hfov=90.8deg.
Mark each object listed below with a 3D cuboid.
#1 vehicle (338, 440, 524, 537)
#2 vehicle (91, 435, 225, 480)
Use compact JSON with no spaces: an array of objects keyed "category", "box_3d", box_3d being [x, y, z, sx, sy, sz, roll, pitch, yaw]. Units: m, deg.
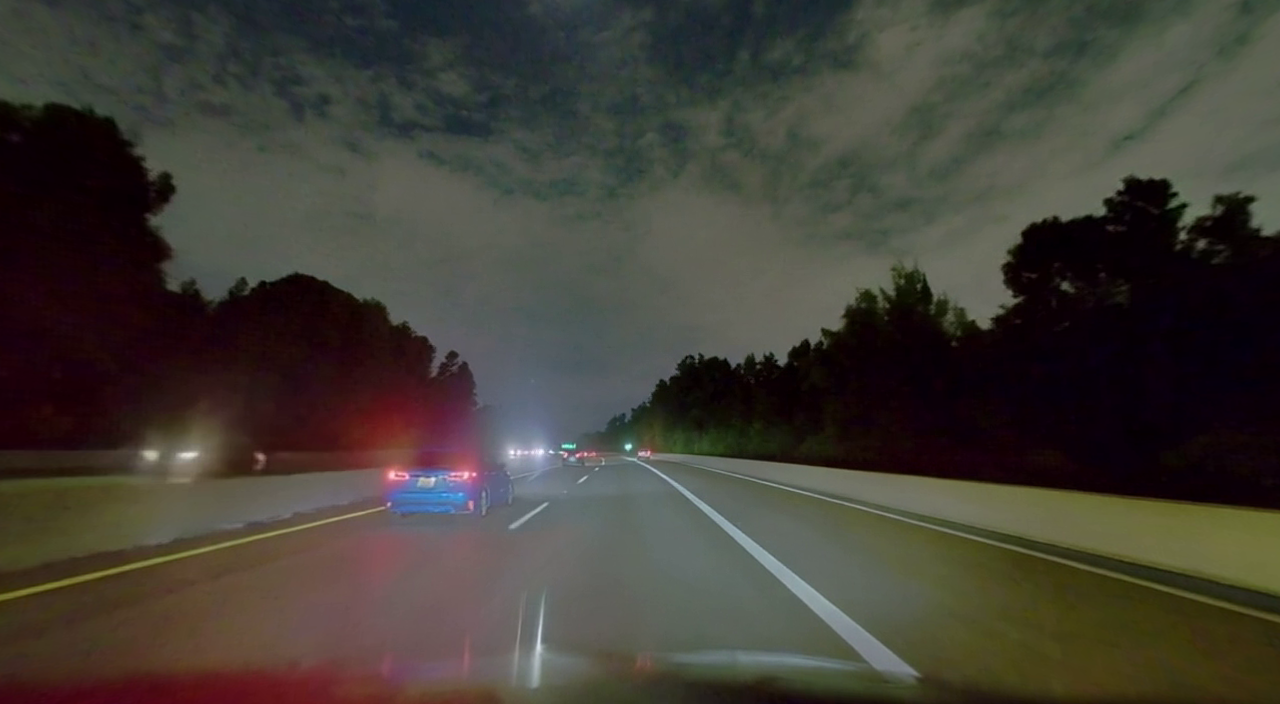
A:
[{"category":"vehicle","box_3d":[-3.751,2.524,12.465,1.957,1.499,4.965,0,-9,0]},{"category":"vehicle","box_3d":[-16.644,3.644,22.041,1.714,1.423,3.725,0,-9,0]}]
